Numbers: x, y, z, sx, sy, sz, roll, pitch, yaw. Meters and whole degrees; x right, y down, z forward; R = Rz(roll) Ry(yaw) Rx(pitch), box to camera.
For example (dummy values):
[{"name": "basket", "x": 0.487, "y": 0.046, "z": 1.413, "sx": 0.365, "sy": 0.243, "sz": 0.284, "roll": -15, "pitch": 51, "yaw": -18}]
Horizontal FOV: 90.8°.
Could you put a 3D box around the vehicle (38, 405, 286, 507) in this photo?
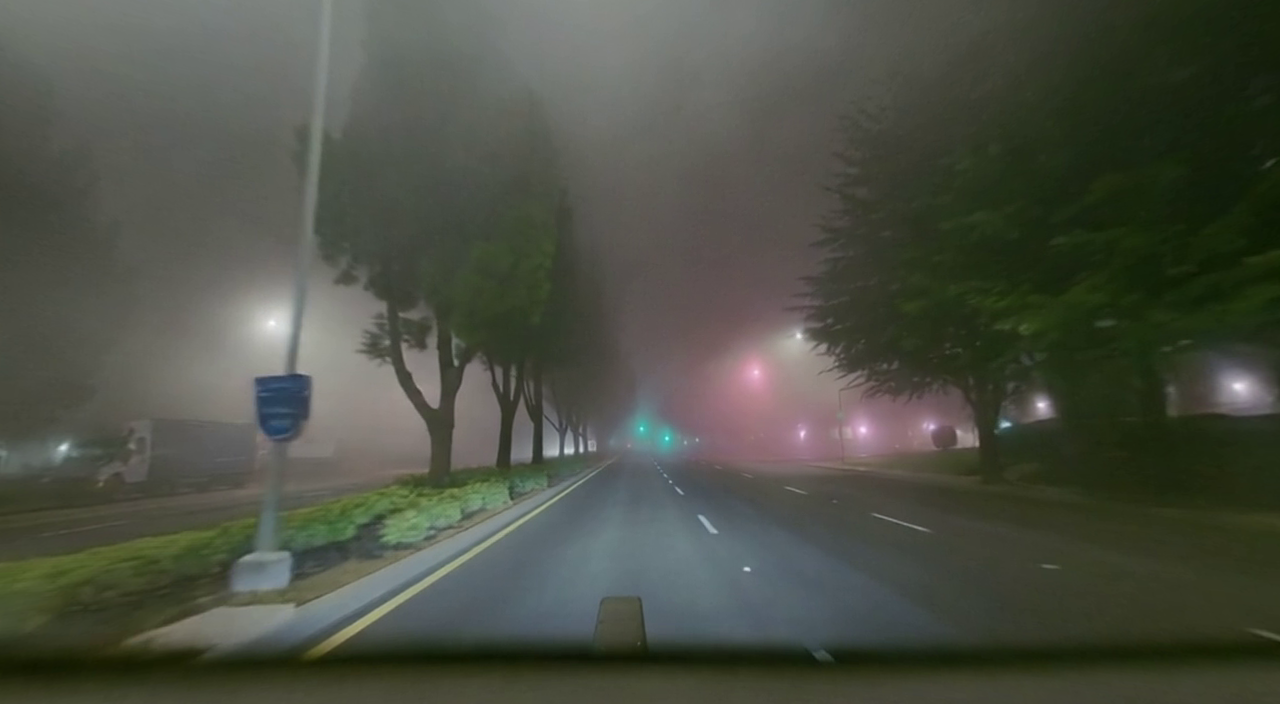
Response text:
[{"name": "vehicle", "x": -19.511, "y": 4.365, "z": 27.091, "sx": 2.866, "sy": 3.528, "sz": 9.798, "roll": 0, "pitch": -8, "yaw": 0}]
